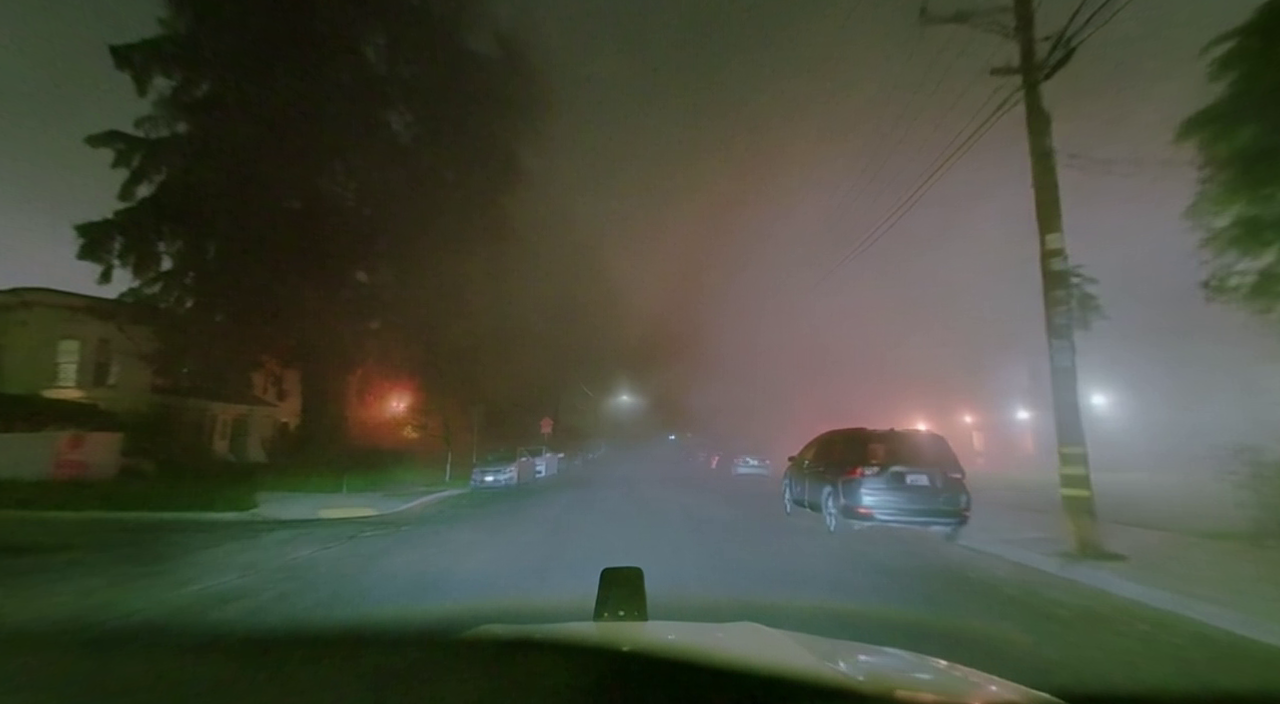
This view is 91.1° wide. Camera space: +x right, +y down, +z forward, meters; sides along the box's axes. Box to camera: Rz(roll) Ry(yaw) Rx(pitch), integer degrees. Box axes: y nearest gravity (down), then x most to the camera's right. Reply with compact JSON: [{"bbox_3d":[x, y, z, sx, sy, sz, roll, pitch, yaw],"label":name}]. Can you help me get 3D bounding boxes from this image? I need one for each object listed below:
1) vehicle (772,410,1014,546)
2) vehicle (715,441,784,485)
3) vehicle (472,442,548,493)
[{"bbox_3d":[4.107,2.155,11.471,2.215,1.897,5.131,0,-8,-1],"label":"vehicle"},{"bbox_3d":[4.123,4.240,24.329,1.862,1.525,4.421,0,-8,0],"label":"vehicle"},{"bbox_3d":[-4.456,3.981,22.128,1.870,1.562,4.212,0,-8,-1],"label":"vehicle"}]
